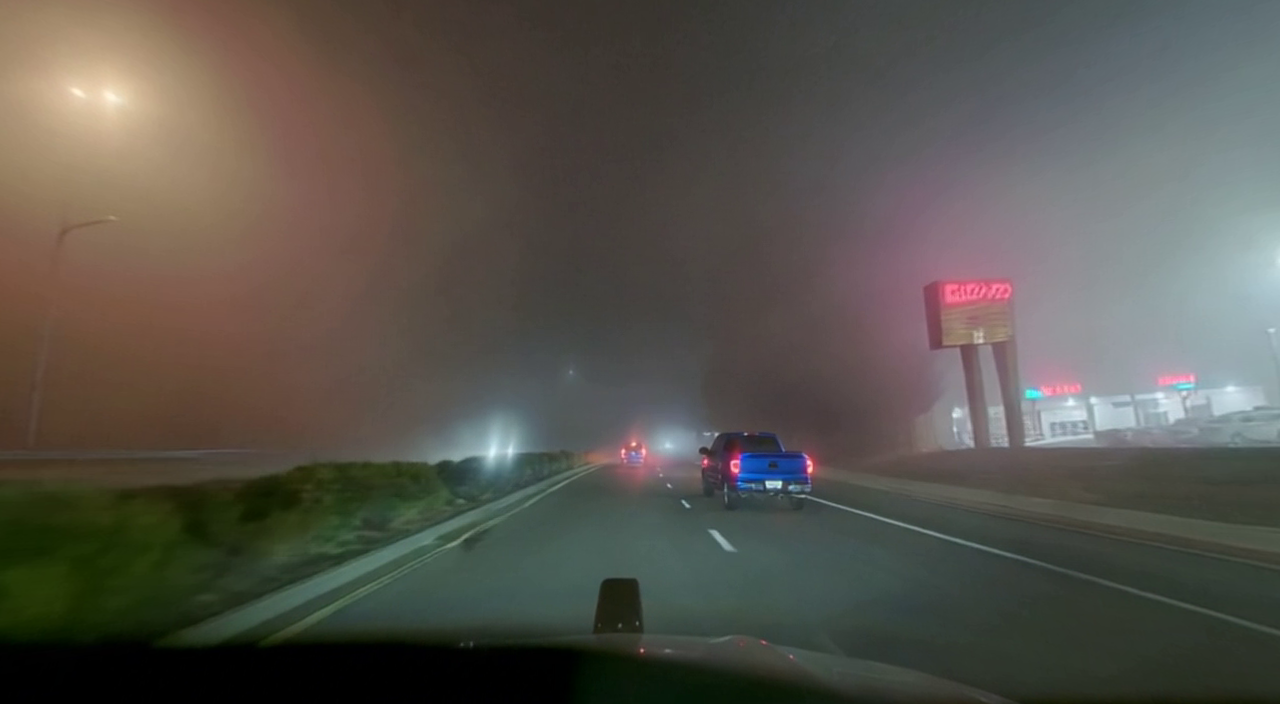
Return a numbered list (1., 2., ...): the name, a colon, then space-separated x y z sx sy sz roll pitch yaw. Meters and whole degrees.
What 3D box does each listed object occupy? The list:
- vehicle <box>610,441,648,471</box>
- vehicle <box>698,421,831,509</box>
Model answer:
1. vehicle: -0.583 5.683 34.643 1.968 1.521 4.262 0 -8 0
2. vehicle: 3.034 2.944 16.880 2.367 1.919 5.651 0 -8 0
